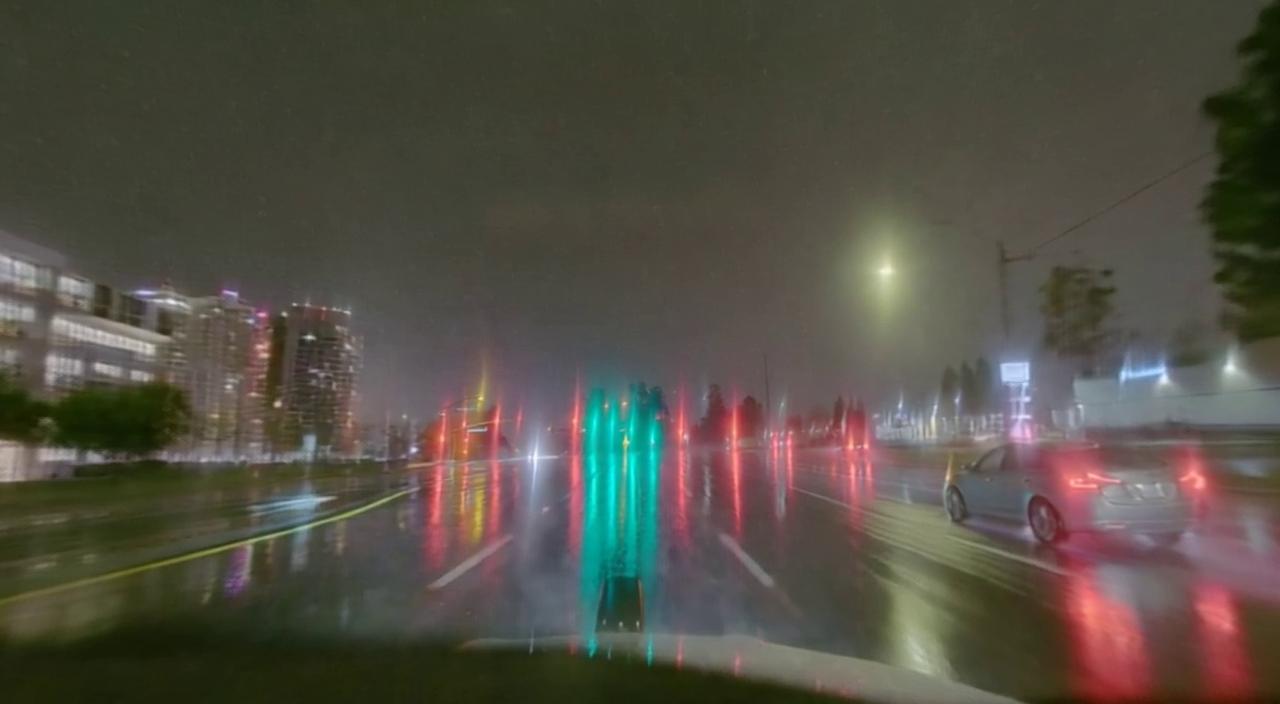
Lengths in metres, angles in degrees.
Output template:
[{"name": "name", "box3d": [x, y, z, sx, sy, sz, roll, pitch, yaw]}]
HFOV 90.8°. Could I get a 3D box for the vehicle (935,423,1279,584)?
[{"name": "vehicle", "box3d": [6.026, 1.773, 8.299, 2.070, 1.491, 4.575, 0, -9, 0]}]
